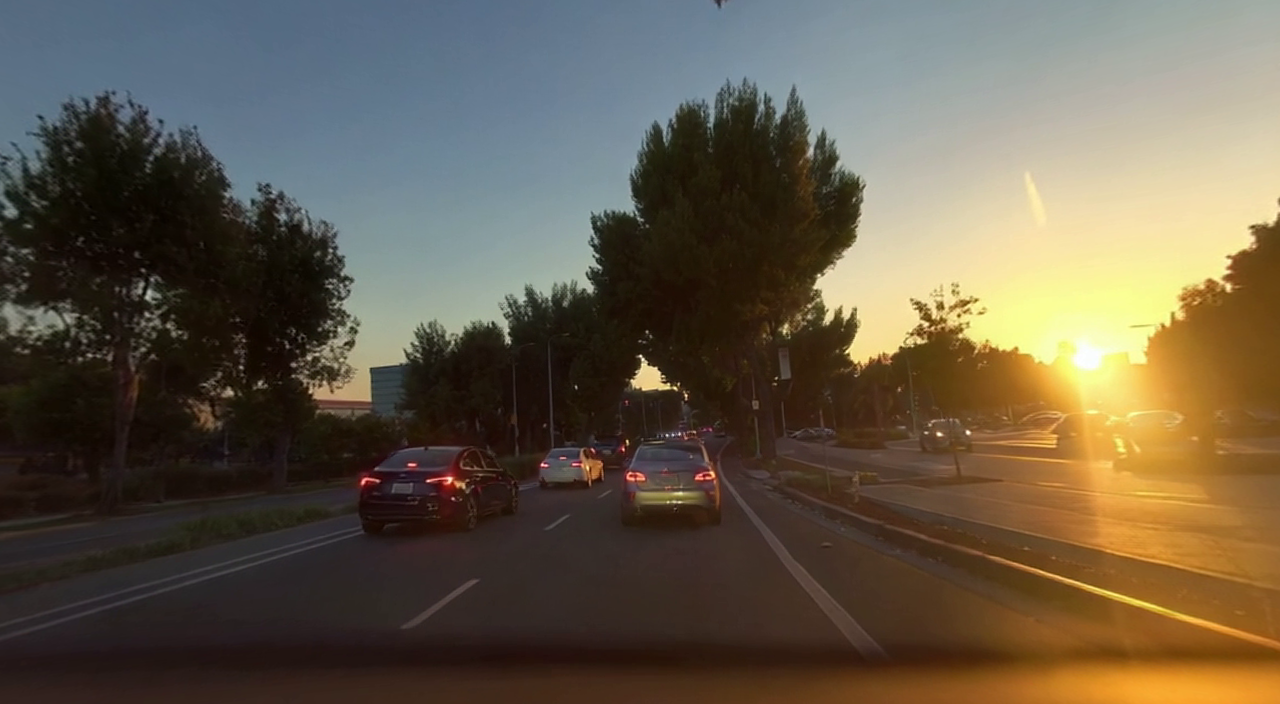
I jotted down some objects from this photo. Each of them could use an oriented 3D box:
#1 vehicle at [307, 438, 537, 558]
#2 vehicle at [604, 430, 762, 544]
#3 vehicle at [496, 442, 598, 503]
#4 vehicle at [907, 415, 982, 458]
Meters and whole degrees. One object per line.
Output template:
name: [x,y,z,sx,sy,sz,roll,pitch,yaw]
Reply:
vehicle: [-3.129,2.178,10.168,1.940,1.502,4.241,-1,-9,4]
vehicle: [0.632,2.156,10.691,2.142,1.528,4.133,0,-9,2]
vehicle: [-2.490,3.340,17.915,1.870,1.490,4.187,-1,-9,6]
vehicle: [14.992,4.241,31.317,2.288,1.933,4.612,-2,-9,13]
